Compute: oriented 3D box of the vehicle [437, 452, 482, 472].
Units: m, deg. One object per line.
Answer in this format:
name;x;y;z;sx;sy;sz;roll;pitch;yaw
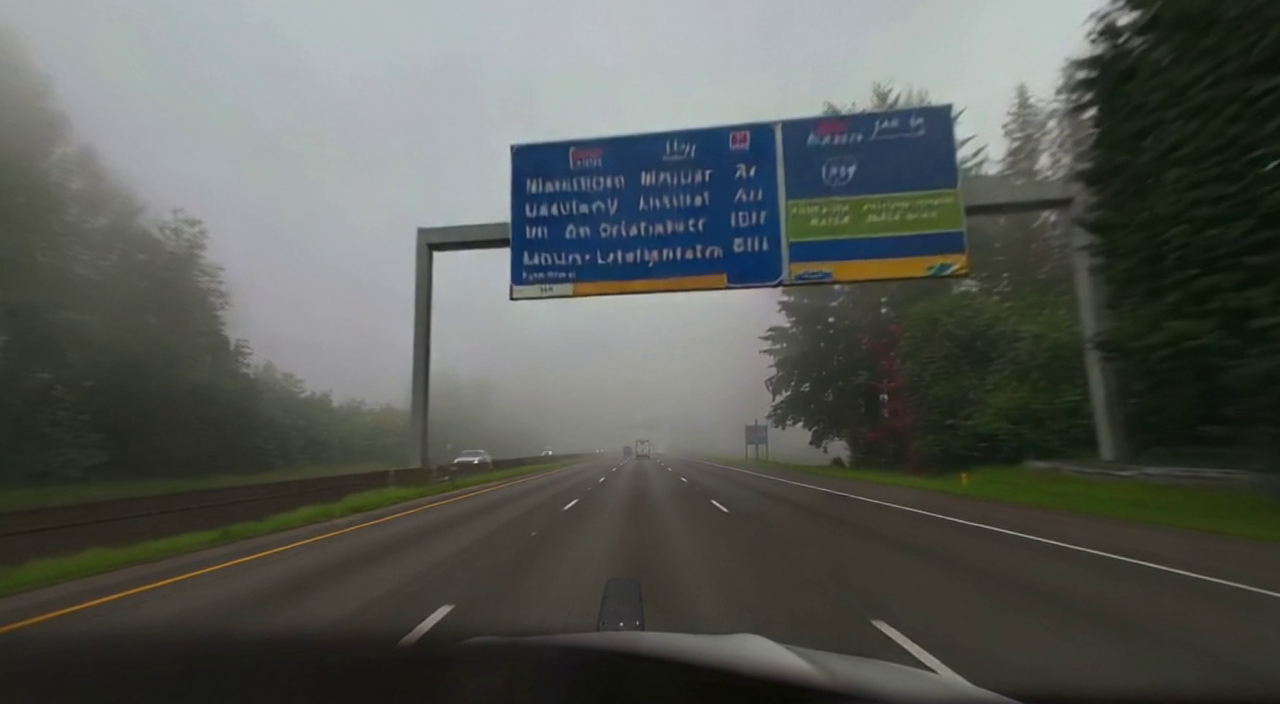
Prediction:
vehicle;-13.588;8.298;47.787;2.159;1.438;4.323;0;-9;0
